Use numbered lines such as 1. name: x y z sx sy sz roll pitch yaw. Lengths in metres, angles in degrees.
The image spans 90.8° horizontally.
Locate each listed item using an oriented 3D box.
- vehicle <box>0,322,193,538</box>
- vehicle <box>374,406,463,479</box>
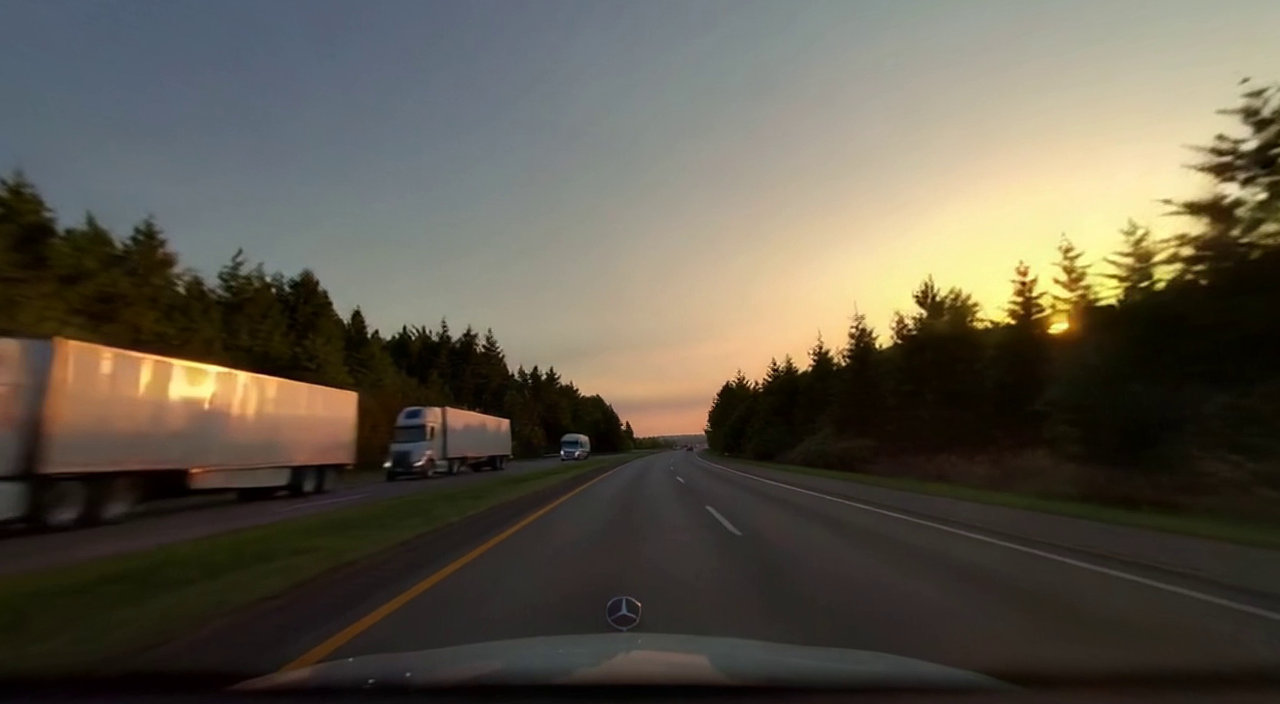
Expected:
1. vehicle: -13.073 1.687 13.187 3.000 3.861 5.713 0 -9 0
2. vehicle: -12.990 5.429 37.666 2.905 3.962 5.781 -1 -9 2
